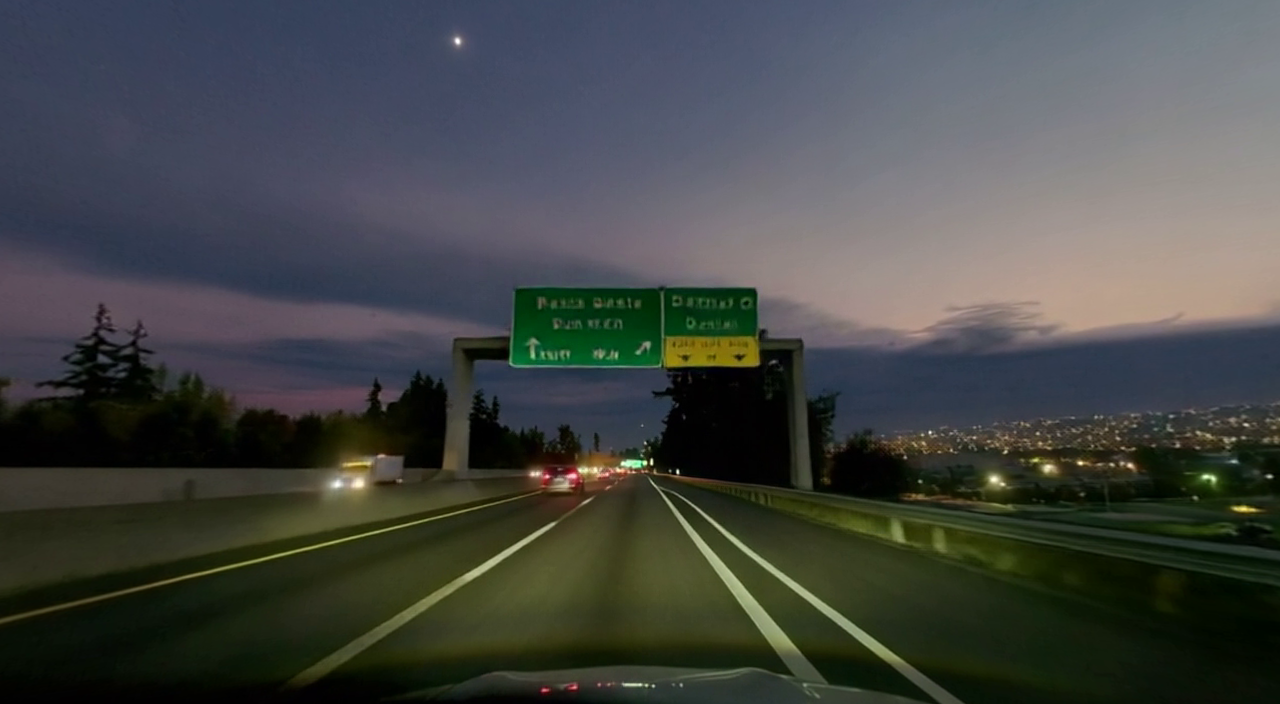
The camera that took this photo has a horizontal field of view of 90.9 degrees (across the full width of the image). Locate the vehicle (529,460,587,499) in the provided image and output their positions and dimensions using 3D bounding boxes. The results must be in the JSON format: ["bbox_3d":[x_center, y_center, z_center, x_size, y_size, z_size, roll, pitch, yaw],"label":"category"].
[{"bbox_3d":[-4.247,6.739,33.546,2.254,1.809,5.839,1,-11,0],"label":"vehicle"}]

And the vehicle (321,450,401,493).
[{"bbox_3d":[-18.088,7.839,41.331,2.348,2.530,6.058,0,-11,0],"label":"vehicle"}]
